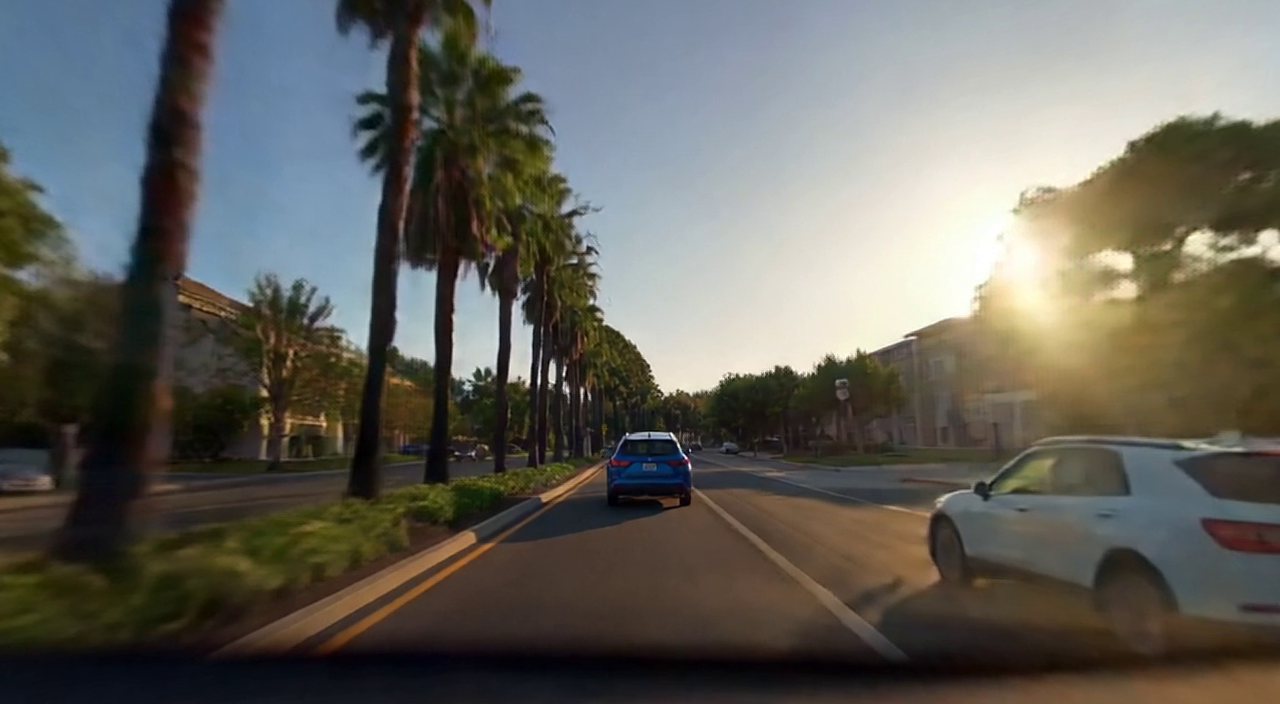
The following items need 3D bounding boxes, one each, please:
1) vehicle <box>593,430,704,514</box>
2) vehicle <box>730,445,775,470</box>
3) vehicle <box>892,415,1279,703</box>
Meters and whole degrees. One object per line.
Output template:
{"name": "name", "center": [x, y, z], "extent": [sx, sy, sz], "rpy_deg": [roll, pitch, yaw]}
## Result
{"name": "vehicle", "center": [0.144, 2.765, 15.085], "extent": [2.239, 1.693, 4.301], "rpy_deg": [0, -8, -1]}
{"name": "vehicle", "center": [6.961, 6.572, 39.579], "extent": [1.930, 1.457, 4.267], "rpy_deg": [0, -9, -2]}
{"name": "vehicle", "center": [3.937, 1.354, 5.055], "extent": [1.941, 1.472, 4.570], "rpy_deg": [0, -9, 0]}
